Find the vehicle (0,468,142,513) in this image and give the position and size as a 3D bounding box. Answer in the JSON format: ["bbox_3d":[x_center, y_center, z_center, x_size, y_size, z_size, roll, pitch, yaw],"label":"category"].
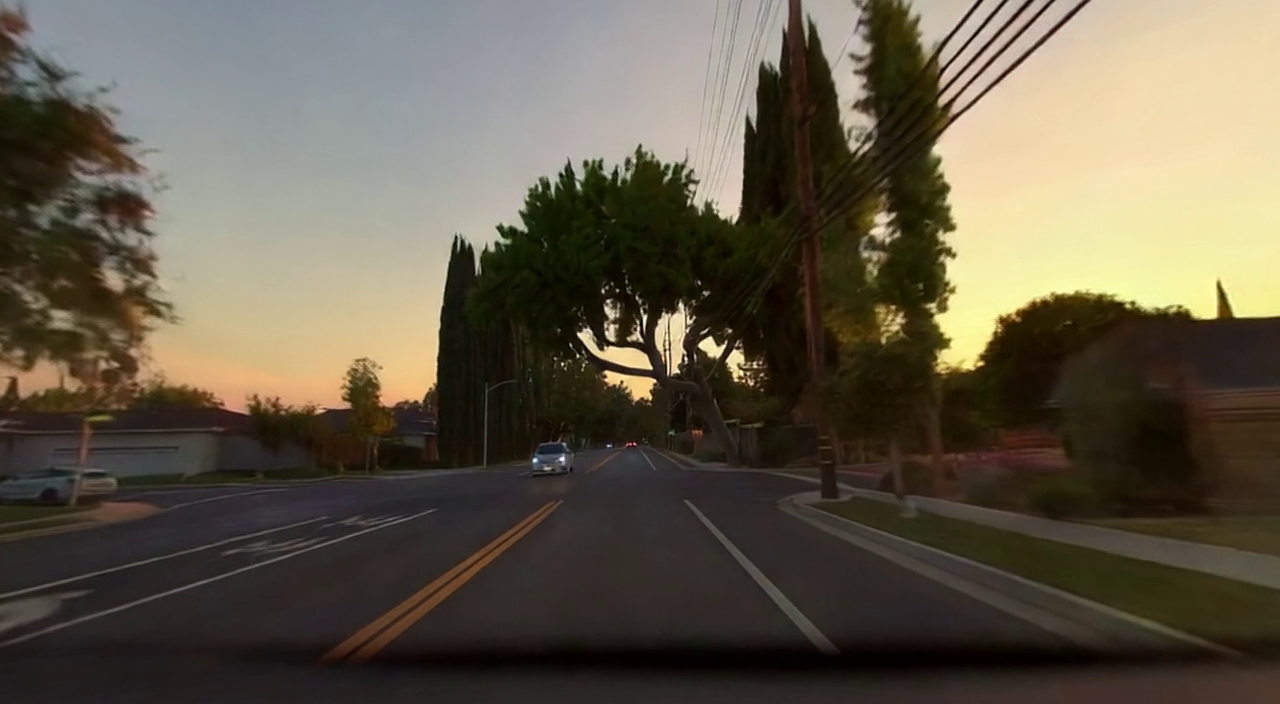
[{"bbox_3d":[-21.063,5.004,23.045,4.241,1.385,1.727,2,-10,2],"label":"vehicle"}]
